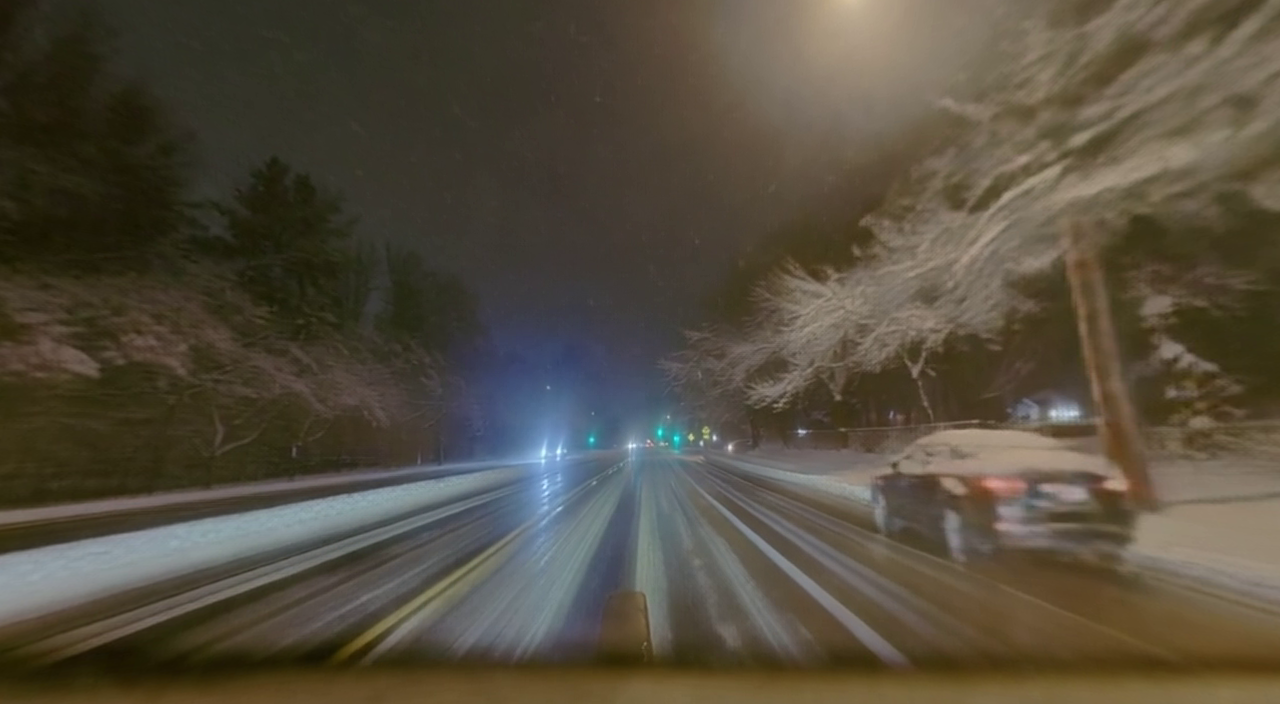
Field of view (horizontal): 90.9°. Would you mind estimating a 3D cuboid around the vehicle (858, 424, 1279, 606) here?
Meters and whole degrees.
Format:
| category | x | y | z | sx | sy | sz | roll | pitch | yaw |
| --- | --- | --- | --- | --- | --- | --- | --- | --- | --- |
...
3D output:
| category | x | y | z | sx | sy | sz | roll | pitch | yaw |
| --- | --- | --- | --- | --- | --- | --- | --- | --- | --- |
| vehicle | 4.534 | 1.698 | 7.613 | 2.184 | 1.496 | 4.615 | 0 | -8 | 1 |
